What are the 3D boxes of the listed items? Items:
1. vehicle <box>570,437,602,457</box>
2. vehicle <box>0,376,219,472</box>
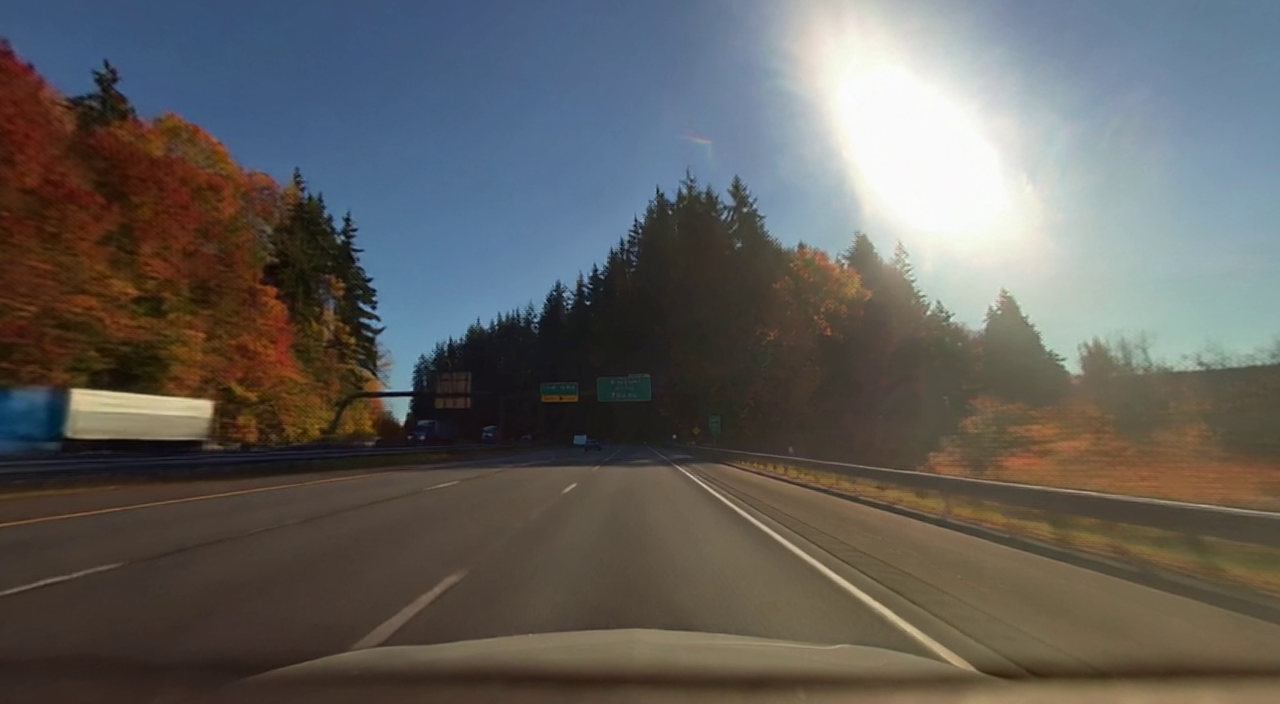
[{"bbox_3d":[-4.200,7.461,49.460,2.004,1.497,4.260,0,-8,1],"label":"vehicle"},{"bbox_3d":[-29.003,4.025,33.844,2.913,4.084,14.009,0,-8,0],"label":"vehicle"}]
